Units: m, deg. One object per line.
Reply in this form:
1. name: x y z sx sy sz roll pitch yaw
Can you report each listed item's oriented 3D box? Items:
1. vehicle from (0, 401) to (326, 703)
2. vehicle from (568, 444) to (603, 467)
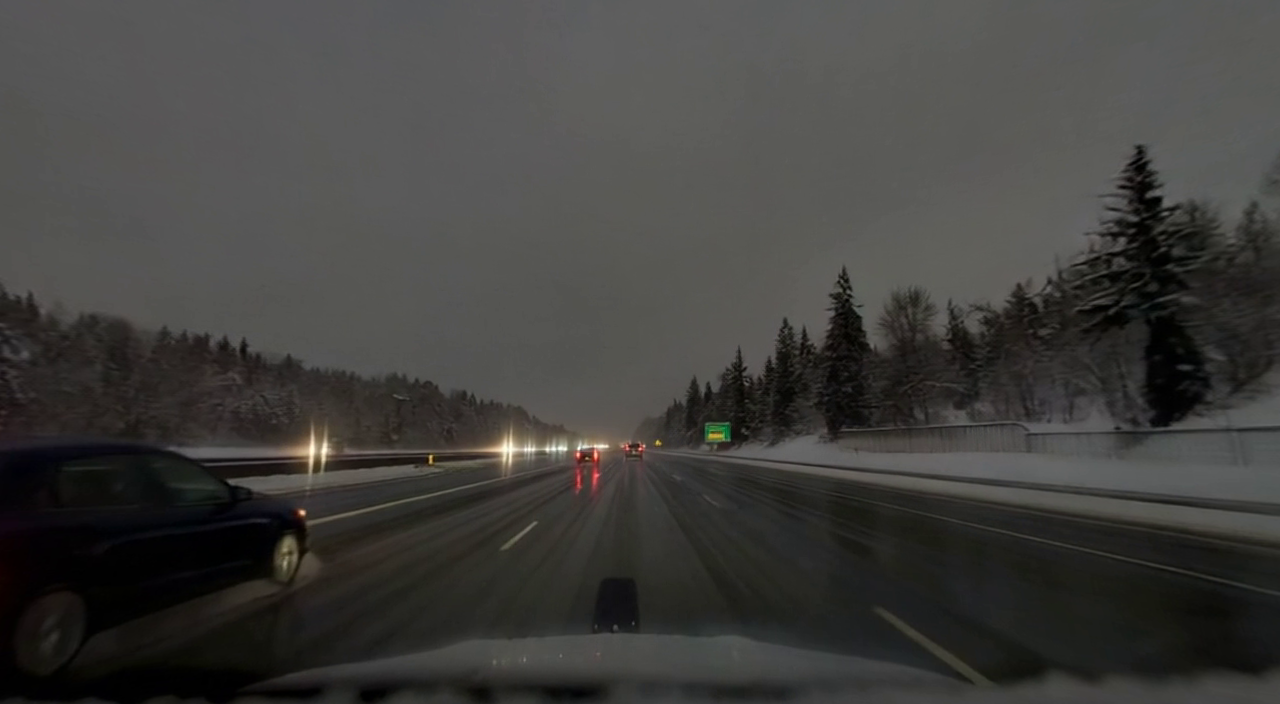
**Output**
1. vehicle: -4.017 1.071 3.390 2.187 1.527 4.849 0 -8 0
2. vehicle: -3.895 7.475 45.850 2.140 1.574 4.946 0 -8 -1
